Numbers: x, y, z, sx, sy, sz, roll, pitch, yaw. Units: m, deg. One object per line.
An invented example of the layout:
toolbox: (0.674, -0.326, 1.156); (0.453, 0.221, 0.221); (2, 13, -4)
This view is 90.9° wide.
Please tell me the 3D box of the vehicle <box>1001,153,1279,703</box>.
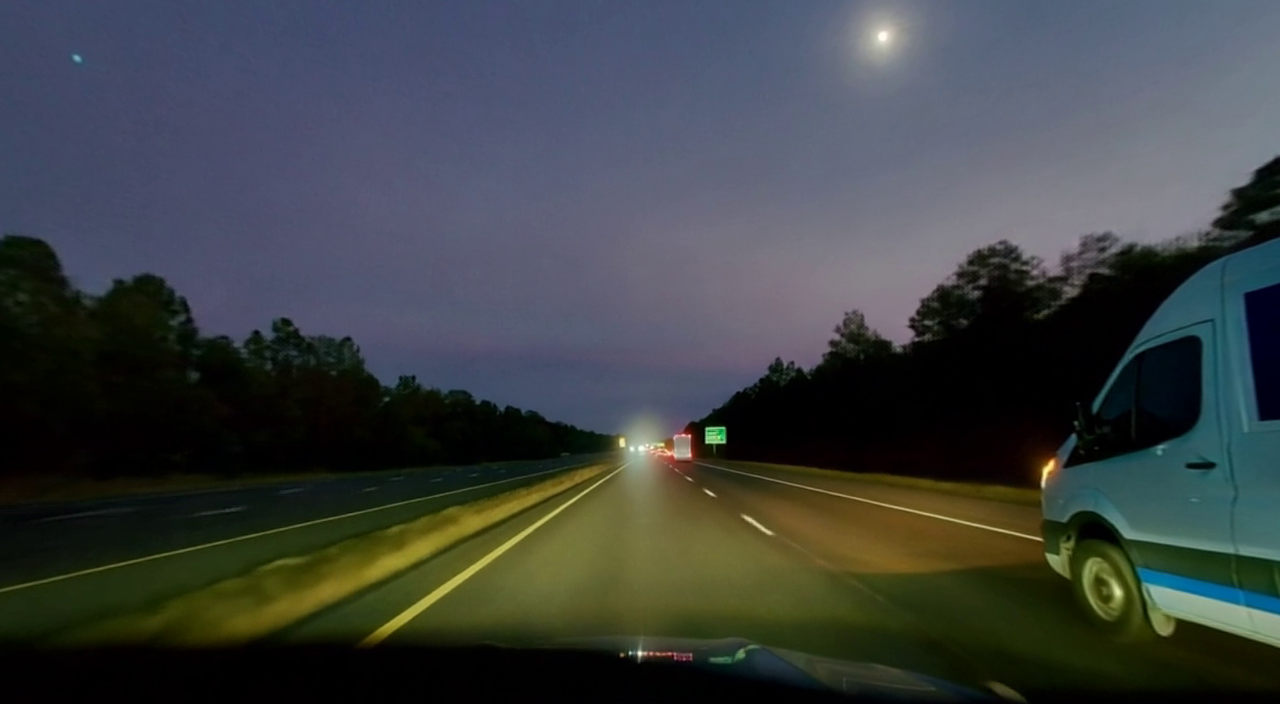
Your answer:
vehicle: (3.997, 0.256, 1.514); (2.522, 2.556, 6.180); (0, -9, 0)
